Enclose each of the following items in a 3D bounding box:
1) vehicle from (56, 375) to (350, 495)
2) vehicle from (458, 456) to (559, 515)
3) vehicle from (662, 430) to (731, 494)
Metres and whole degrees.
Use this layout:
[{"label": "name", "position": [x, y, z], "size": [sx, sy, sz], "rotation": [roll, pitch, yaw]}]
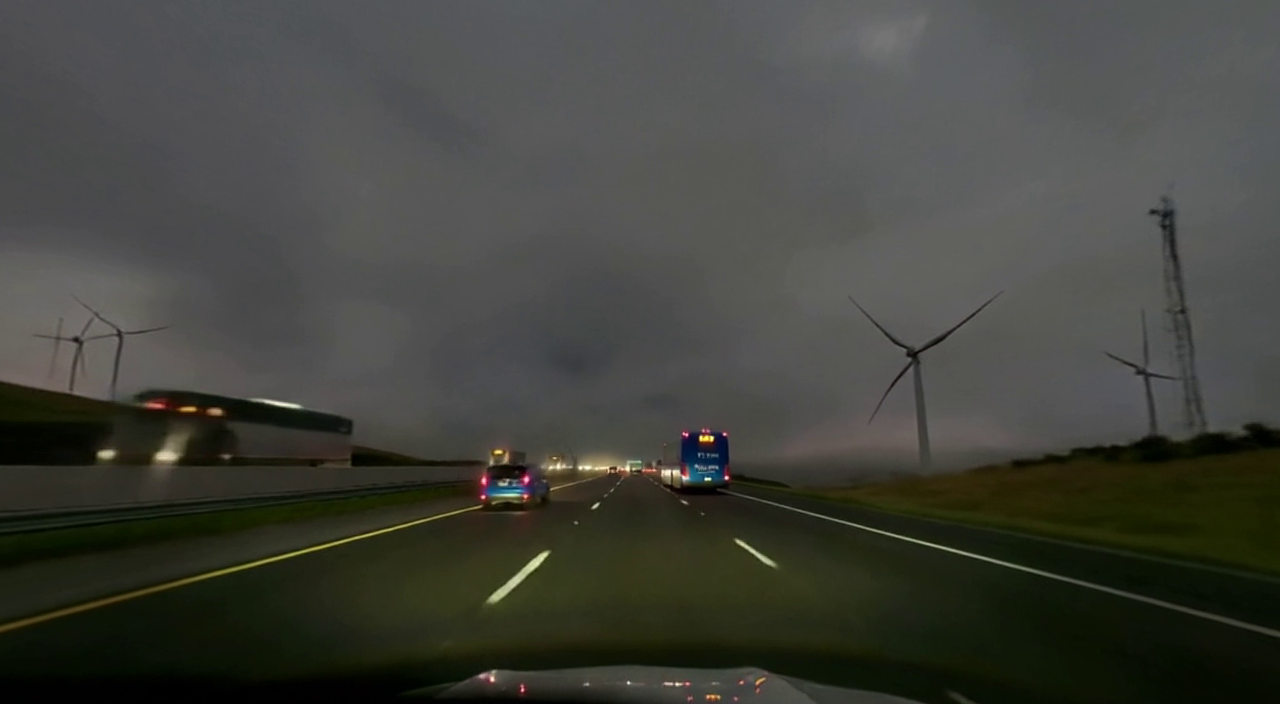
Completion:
[{"label": "vehicle", "position": [-19.172, 4.402, 30.427], "size": [2.910, 4.247, 16.020], "rotation": [1, -10, -1]}, {"label": "vehicle", "position": [-3.899, 4.088, 19.530], "size": [2.213, 1.568, 4.274], "rotation": [1, -10, 0]}, {"label": "vehicle", "position": [3.478, 7.618, 43.150], "size": [2.941, 3.574, 14.463], "rotation": [1, -10, -2]}]
